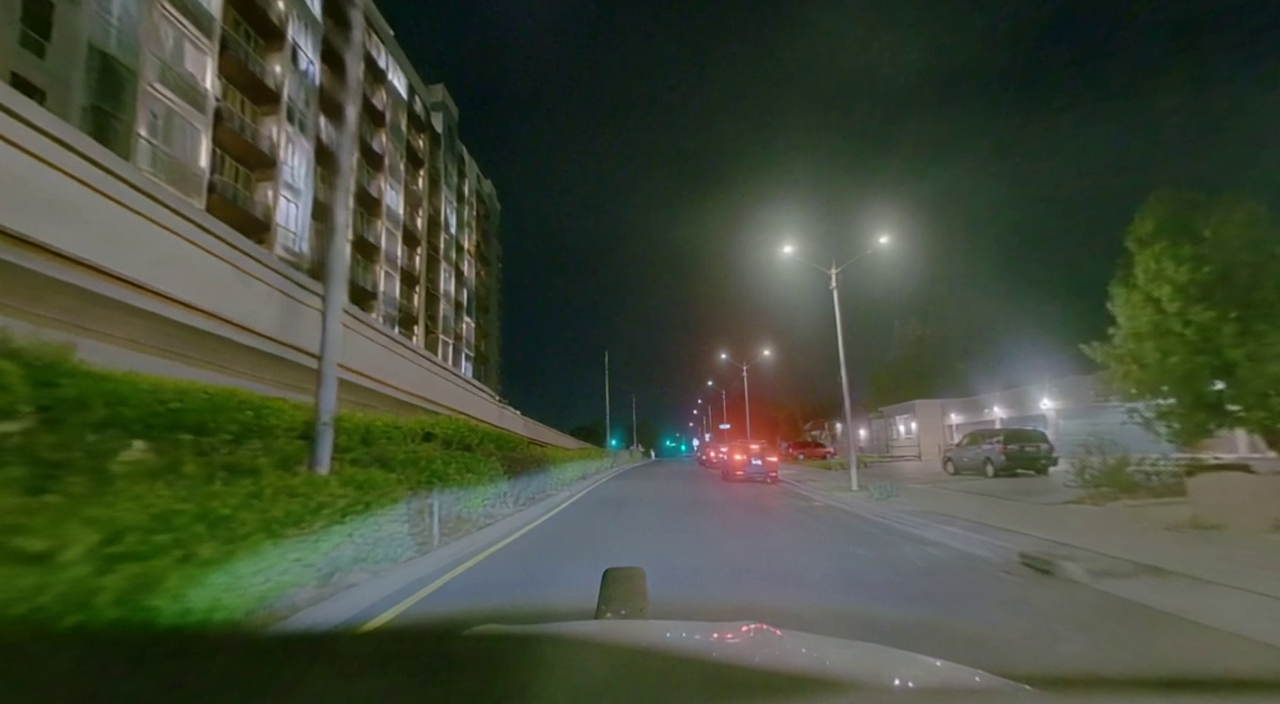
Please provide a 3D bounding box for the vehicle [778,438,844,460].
[{"bbox_3d":[12.411,7.034,45.894,4.163,1.471,1.914,-1,-9,-1],"label":"vehicle"}]

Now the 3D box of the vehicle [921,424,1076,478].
[{"bbox_3d":[10.704,3.026,19.363,1.997,1.430,4.986,-1,-9,2],"label":"vehicle"}]

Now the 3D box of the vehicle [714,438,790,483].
[{"bbox_3d":[4.014,3.989,23.403,2.024,1.475,4.565,0,-9,1],"label":"vehicle"}]
